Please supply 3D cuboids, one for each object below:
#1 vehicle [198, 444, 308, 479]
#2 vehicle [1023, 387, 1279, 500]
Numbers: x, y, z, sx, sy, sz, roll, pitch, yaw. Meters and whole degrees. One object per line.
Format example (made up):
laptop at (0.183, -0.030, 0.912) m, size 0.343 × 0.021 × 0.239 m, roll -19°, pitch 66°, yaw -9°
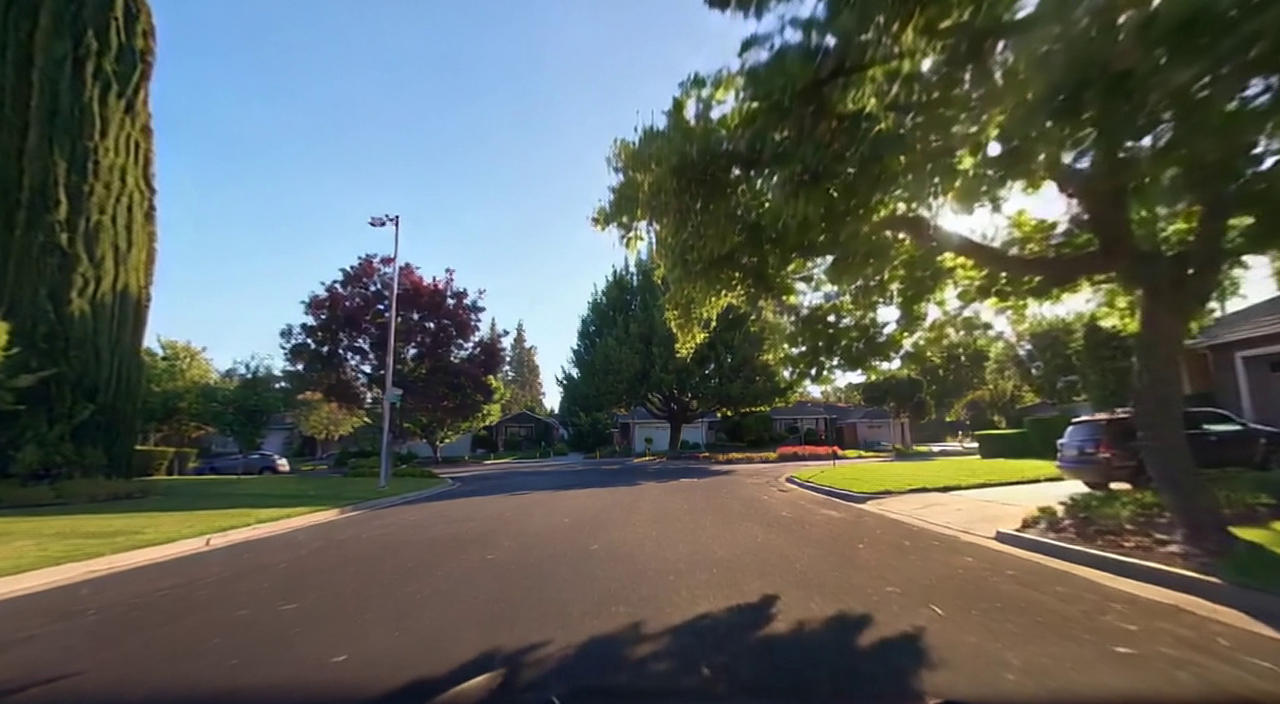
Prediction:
vehicle at (-20.876, 5.919, 34.227) m, size 4.594 × 1.778 × 2.055 m, roll 0°, pitch -8°, yaw 0°
vehicle at (10.627, 1.721, 12.224) m, size 4.888 × 1.807 × 2.224 m, roll -3°, pitch -8°, yaw 0°
